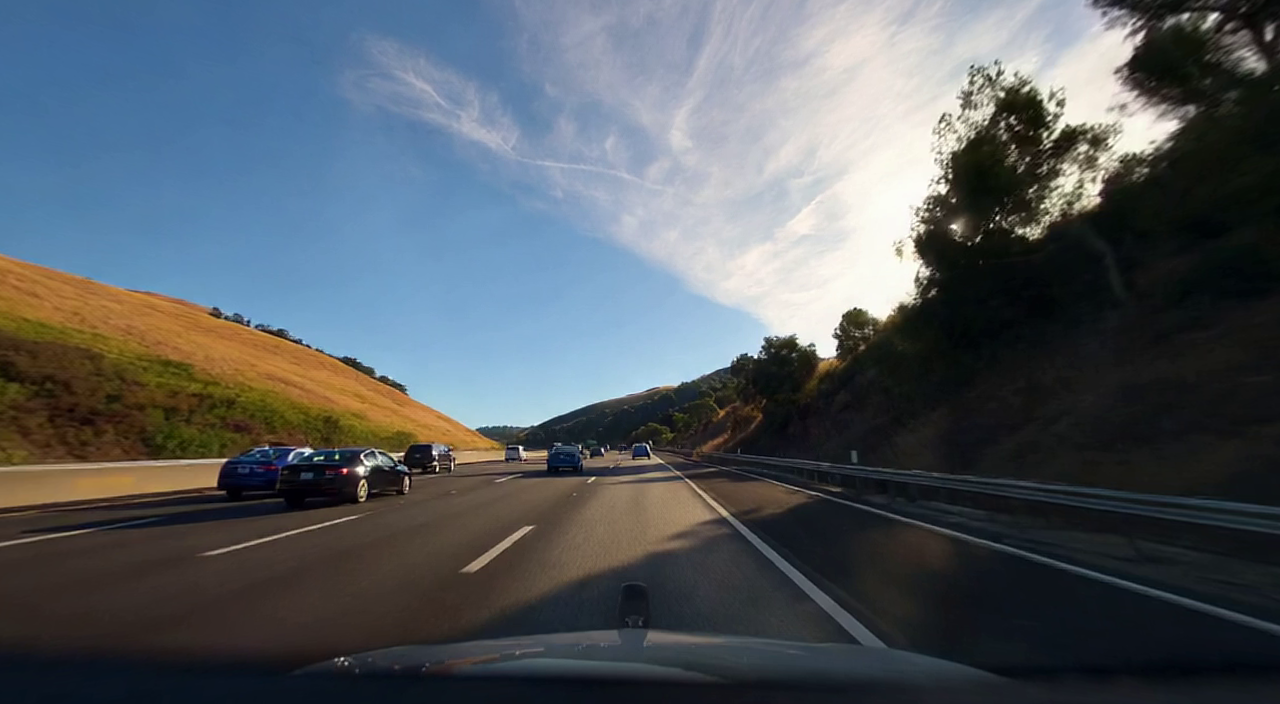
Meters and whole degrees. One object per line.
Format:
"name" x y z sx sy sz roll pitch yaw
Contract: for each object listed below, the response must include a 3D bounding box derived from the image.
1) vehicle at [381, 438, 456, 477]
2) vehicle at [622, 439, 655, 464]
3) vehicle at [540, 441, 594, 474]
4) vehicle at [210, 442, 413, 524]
"vehicle" -10.715 5.127 30.928 2.025 1.750 4.505 0 -8 0
"vehicle" -0.108 7.080 45.168 2.225 1.674 4.044 0 -8 -1
"vehicle" -3.587 5.293 31.861 2.144 1.505 4.649 0 -8 1
"vehicle" -6.679 2.658 13.489 1.991 1.441 4.265 0 -8 1
